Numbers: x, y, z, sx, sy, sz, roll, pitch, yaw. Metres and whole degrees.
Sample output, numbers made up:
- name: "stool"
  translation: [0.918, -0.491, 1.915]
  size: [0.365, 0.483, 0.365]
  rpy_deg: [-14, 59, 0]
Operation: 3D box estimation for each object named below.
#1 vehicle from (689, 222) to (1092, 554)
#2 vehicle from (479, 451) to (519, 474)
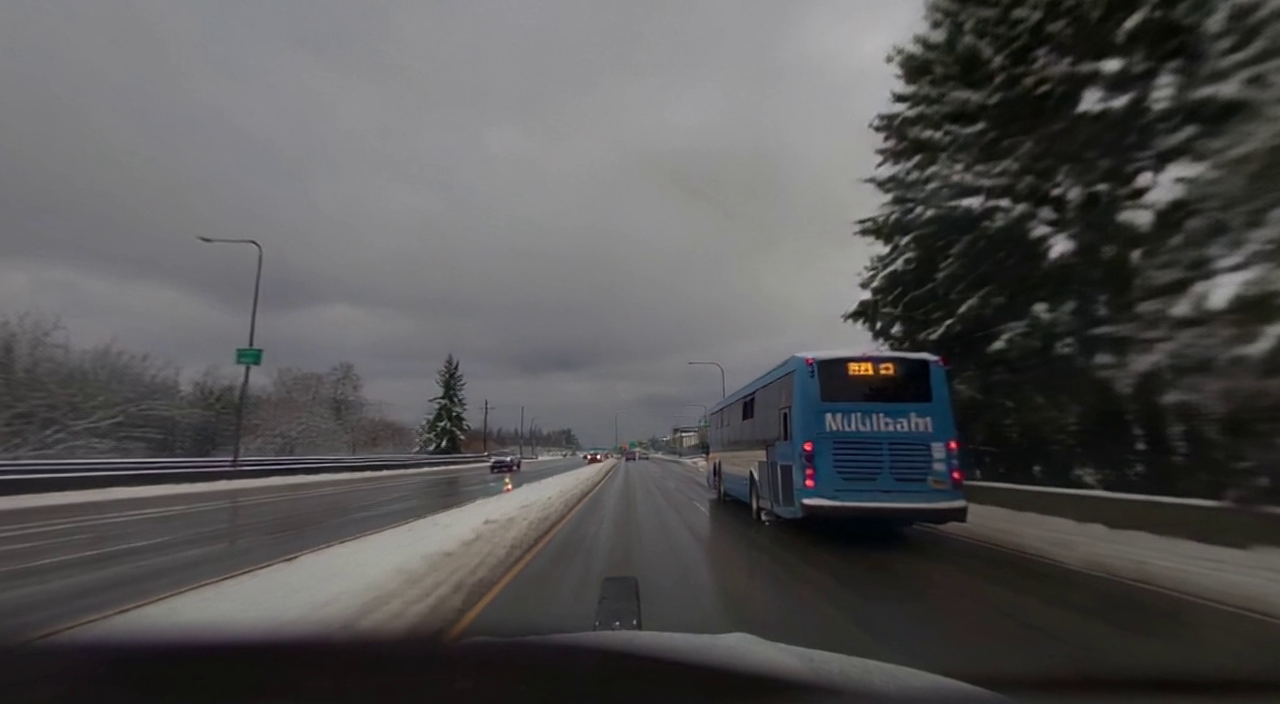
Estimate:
- name: "vehicle"
  translation: [3.548, 1.425, 14.736]
  size: [3.277, 4.084, 14.213]
  rpy_deg: [0, -9, -1]
- name: "vehicle"
  translation: [-10.035, 7.888, 44.896]
  size: [1.872, 1.461, 4.227]
  rpy_deg: [0, -9, -1]
